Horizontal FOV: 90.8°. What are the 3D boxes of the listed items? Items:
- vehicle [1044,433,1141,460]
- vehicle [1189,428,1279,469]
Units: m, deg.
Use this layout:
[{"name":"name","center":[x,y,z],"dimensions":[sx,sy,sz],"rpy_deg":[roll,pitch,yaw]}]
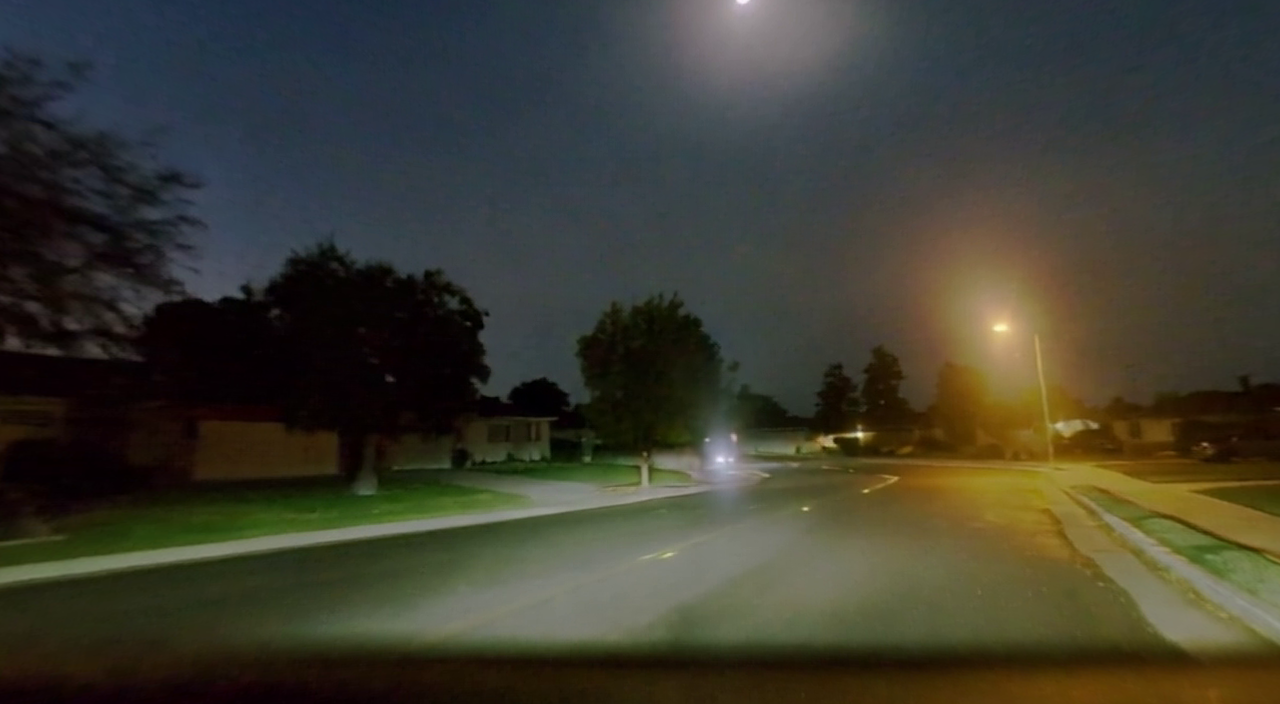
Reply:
[{"name":"vehicle","center":[30.273,6.352,42.384],"dimensions":[4.799,1.451,2.144],"rpy_deg":[-4,-8,-2]},{"name":"vehicle","center":[27.137,4.158,27.521],"dimensions":[4.327,1.573,1.967],"rpy_deg":[-9,-13,28]}]
